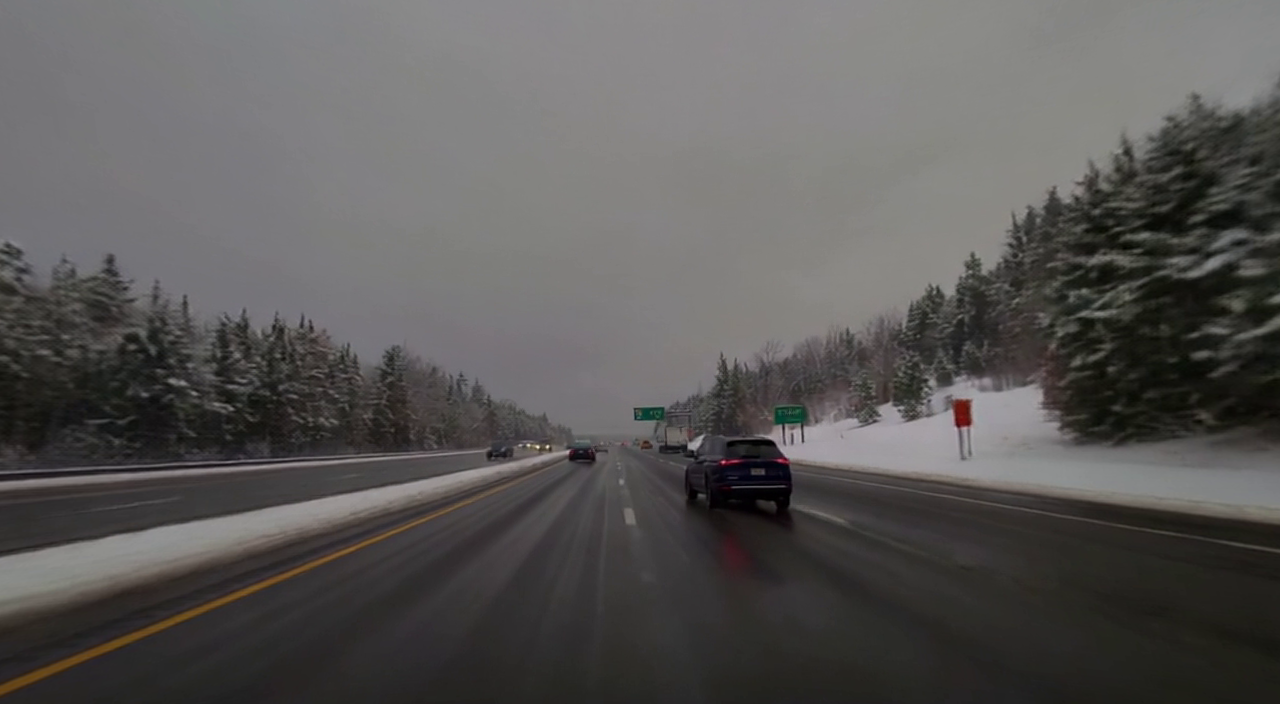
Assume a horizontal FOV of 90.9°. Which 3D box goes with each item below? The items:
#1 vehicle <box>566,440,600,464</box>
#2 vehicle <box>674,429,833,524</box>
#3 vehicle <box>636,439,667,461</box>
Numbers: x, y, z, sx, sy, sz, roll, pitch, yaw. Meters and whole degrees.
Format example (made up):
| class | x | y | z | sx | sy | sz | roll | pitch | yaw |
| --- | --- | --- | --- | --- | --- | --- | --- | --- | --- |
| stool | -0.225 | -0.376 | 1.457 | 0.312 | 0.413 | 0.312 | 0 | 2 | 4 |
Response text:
| class | x | y | z | sx | sy | sz | roll | pitch | yaw |
| --- | --- | --- | --- | --- | --- | --- | --- | --- | --- |
| vehicle | -3.656 | 6.459 | 41.017 | 2.055 | 1.466 | 4.317 | 0 | -8 | -3 |
| vehicle | 1.965 | 2.328 | 12.559 | 1.961 | 1.495 | 4.743 | 1 | -8 | -4 |
| vehicle | 0.823 | 7.221 | 46.693 | 1.995 | 1.556 | 3.893 | 1 | -8 | -4 |
